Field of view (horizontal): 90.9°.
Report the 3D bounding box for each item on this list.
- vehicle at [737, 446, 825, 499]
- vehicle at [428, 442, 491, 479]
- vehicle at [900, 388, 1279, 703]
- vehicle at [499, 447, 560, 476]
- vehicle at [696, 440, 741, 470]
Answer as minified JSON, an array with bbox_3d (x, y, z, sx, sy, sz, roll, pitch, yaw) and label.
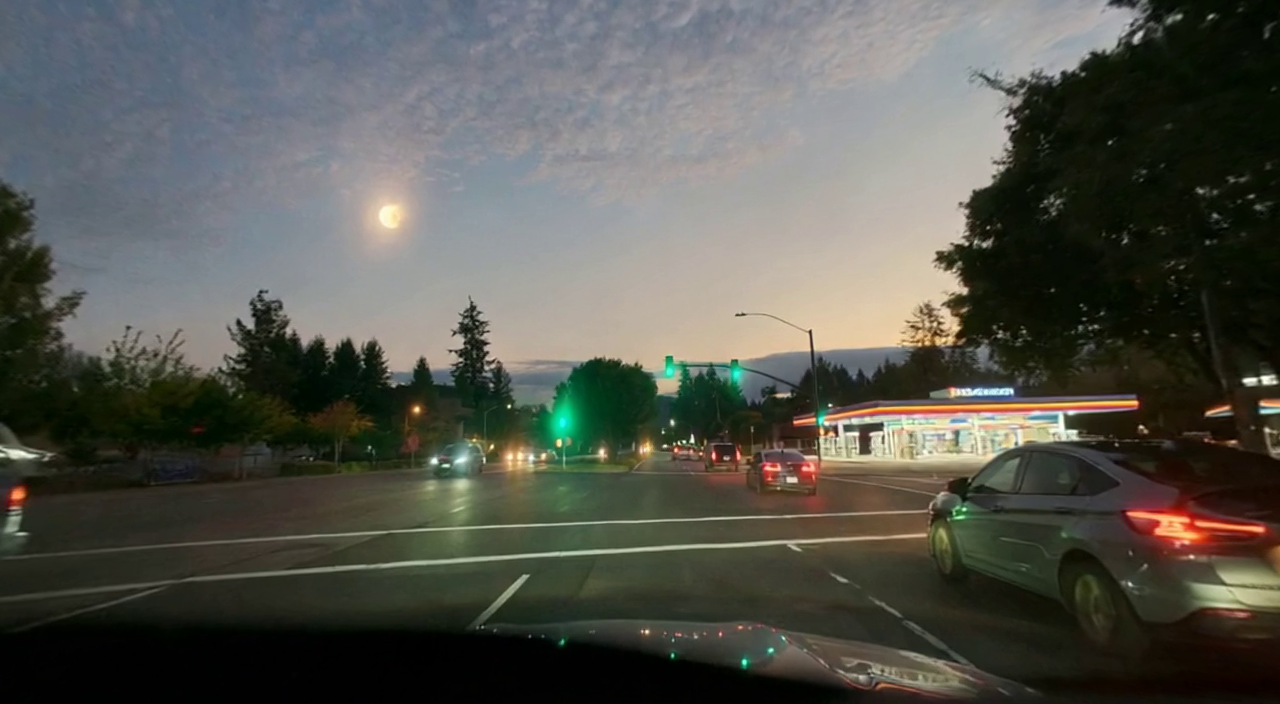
[{"bbox_3d":[4.264,3.698,19.763,1.871,1.442,4.122,0,-9,1],"label":"vehicle"},{"bbox_3d":[-10.218,6.200,36.019,2.416,1.903,4.339,-1,-10,-2],"label":"vehicle"},{"bbox_3d":[3.799,1.256,4.482,1.875,1.665,4.931,0,-9,1],"label":"vehicle"},{"bbox_3d":[-6.991,6.997,40.551,2.842,1.476,4.980,-3,-7,2],"label":"vehicle"},{"bbox_3d":[5.447,7.273,44.674,2.611,1.983,5.165,0,-9,1],"label":"vehicle"}]
